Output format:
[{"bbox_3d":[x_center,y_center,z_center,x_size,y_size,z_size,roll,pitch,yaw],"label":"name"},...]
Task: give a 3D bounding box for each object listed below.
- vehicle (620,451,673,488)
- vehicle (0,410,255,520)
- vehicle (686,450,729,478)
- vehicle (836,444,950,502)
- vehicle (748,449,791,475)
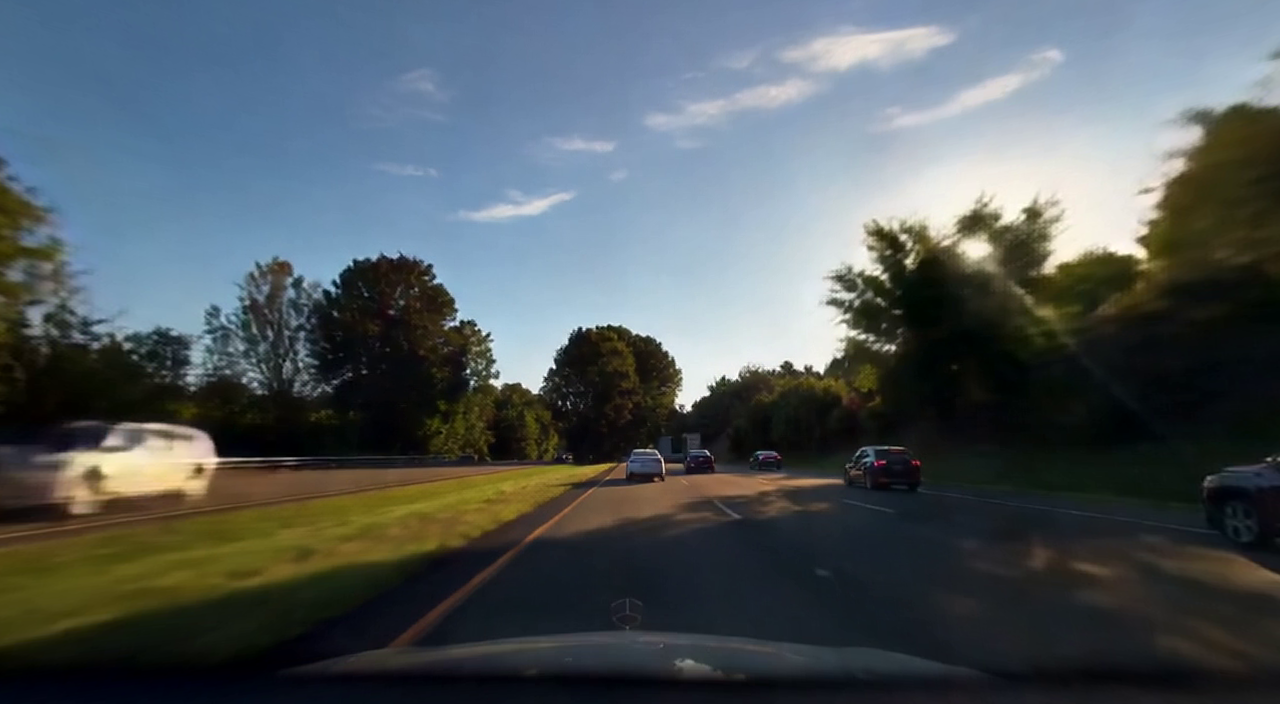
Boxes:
[{"bbox_3d":[0.243,4.855,26.326,2.020,1.426,3.702,0,-9,0],"label":"vehicle"},{"bbox_3d":[-9.310,1.985,11.367,2.015,1.592,4.220,0,-9,0],"label":"vehicle"},{"bbox_3d":[3.881,6.533,36.942,1.981,1.518,4.029,0,-9,-2],"label":"vehicle"},{"bbox_3d":[7.587,3.640,19.317,1.847,1.554,3.752,0,-9,-1],"label":"vehicle"},{"bbox_3d":[8.484,7.241,41.525,1.957,1.594,3.632,0,-9,-2],"label":"vehicle"}]
